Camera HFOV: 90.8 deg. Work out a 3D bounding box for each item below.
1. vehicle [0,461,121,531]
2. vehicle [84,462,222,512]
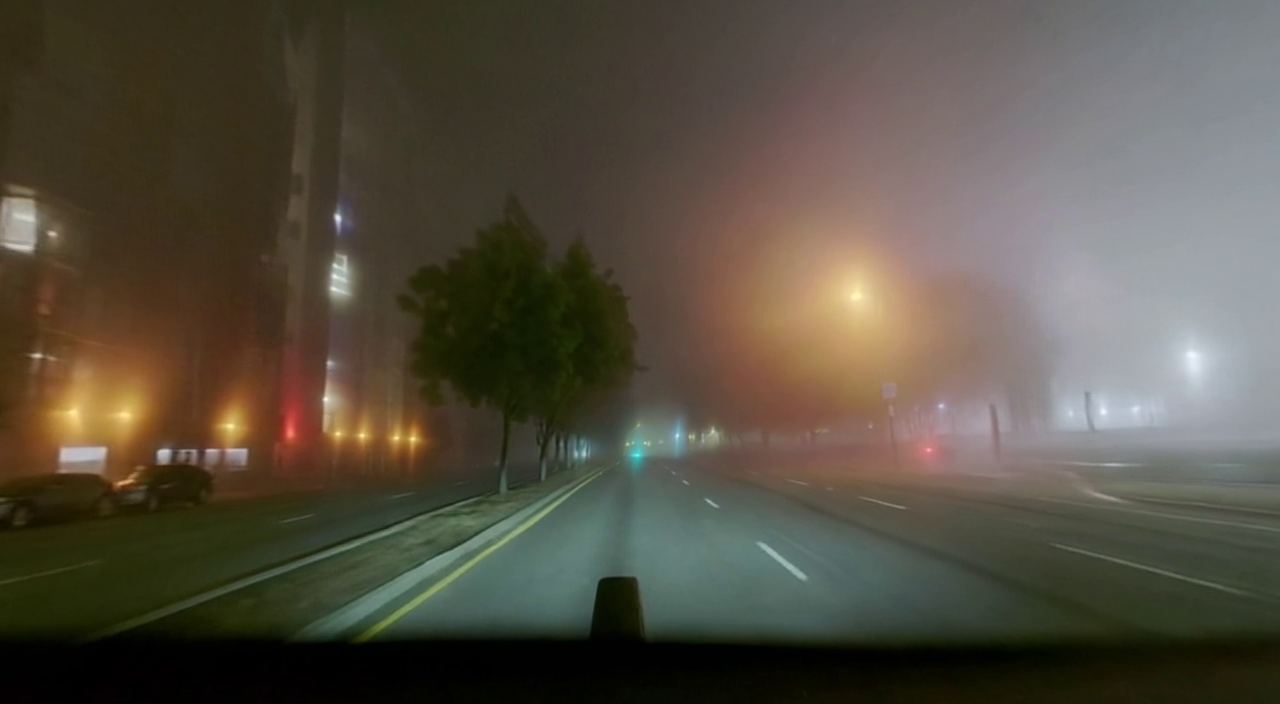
[{"bbox_3d":[-19.162,4.381,19.604,2.255,1.848,4.617,0,-8,-3],"label":"vehicle"},{"bbox_3d":[-19.314,5.342,25.404,1.965,1.665,4.577,-2,-9,-1],"label":"vehicle"}]
